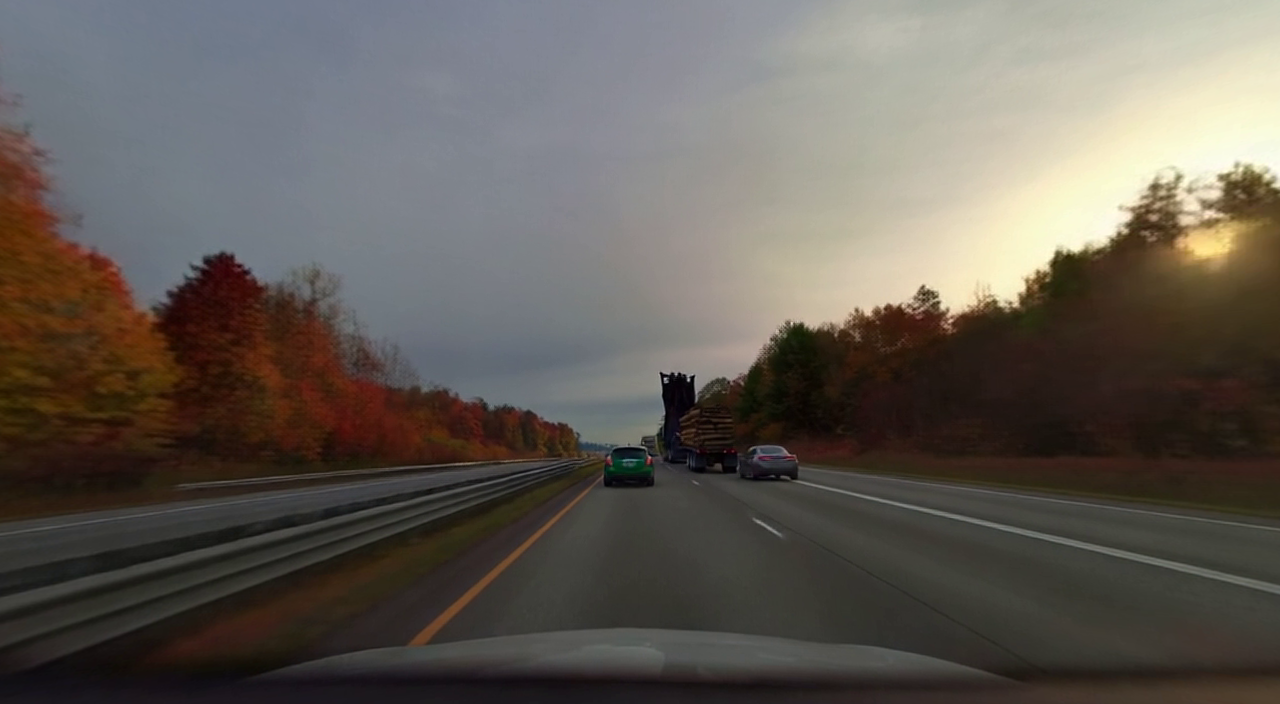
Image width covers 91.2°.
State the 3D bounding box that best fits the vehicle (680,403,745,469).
[{"bbox_3d":[4.585,5.634,41.530,3.125,3.895,8.461,0,-9,-1],"label":"vehicle"}]

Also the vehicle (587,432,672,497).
[{"bbox_3d":[-0.280,3.302,18.784,2.263,1.699,3.936,-1,-9,0],"label":"vehicle"}]

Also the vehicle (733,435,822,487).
[{"bbox_3d":[4.864,3.925,22.920,2.057,1.660,4.525,0,-9,-2],"label":"vehicle"}]
